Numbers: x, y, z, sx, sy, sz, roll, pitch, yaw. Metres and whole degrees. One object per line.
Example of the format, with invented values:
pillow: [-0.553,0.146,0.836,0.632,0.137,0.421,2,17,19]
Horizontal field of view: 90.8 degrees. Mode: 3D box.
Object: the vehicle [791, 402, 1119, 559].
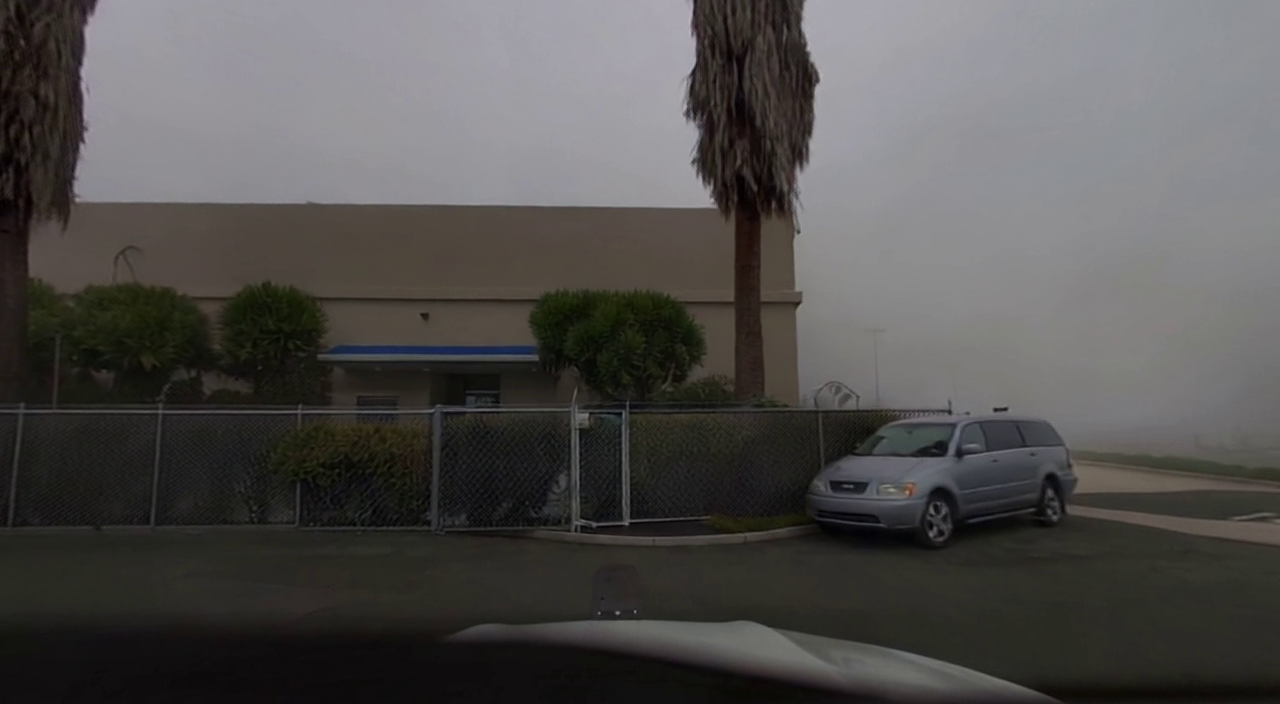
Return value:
vehicle: [4.624,1.732,9.278,4.365,1.791,2.073,4,-8,-28]
